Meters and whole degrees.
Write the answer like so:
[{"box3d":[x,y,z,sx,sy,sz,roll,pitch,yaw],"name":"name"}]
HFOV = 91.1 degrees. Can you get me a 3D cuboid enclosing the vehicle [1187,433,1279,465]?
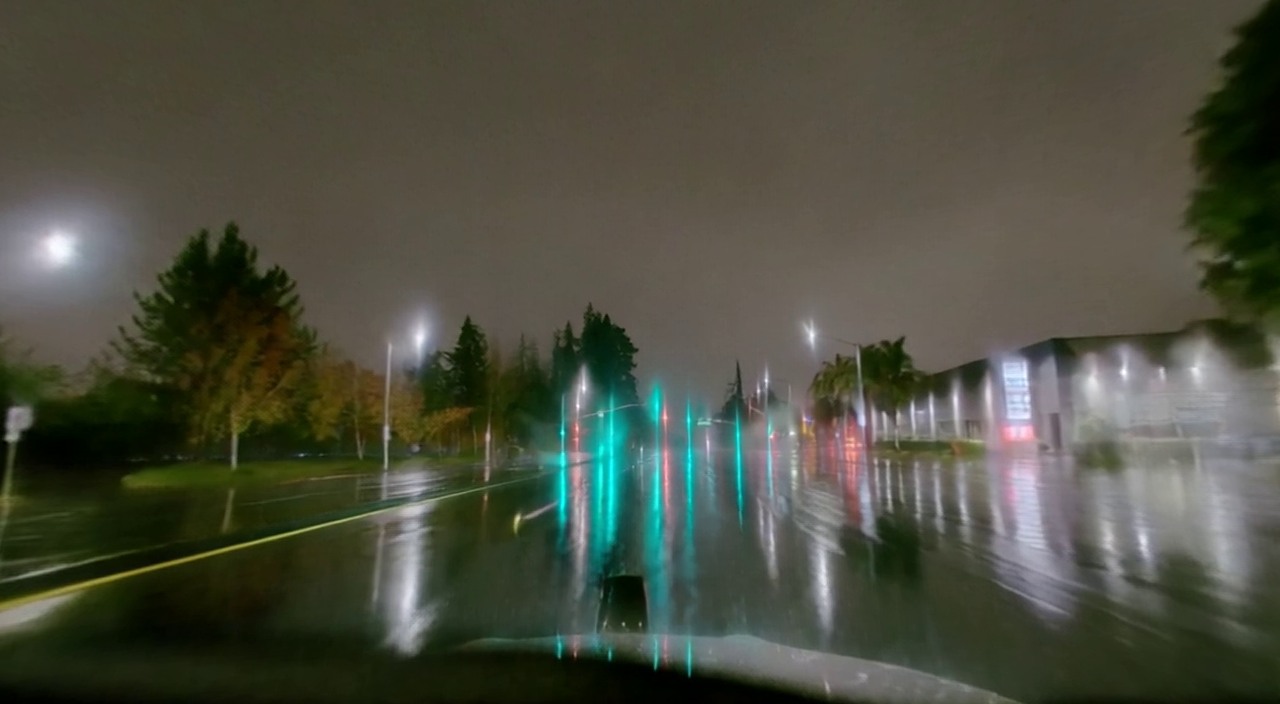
[{"box3d":[27.917,4.337,28.316,4.440,1.378,1.936,-1,-7,6],"name":"vehicle"}]
